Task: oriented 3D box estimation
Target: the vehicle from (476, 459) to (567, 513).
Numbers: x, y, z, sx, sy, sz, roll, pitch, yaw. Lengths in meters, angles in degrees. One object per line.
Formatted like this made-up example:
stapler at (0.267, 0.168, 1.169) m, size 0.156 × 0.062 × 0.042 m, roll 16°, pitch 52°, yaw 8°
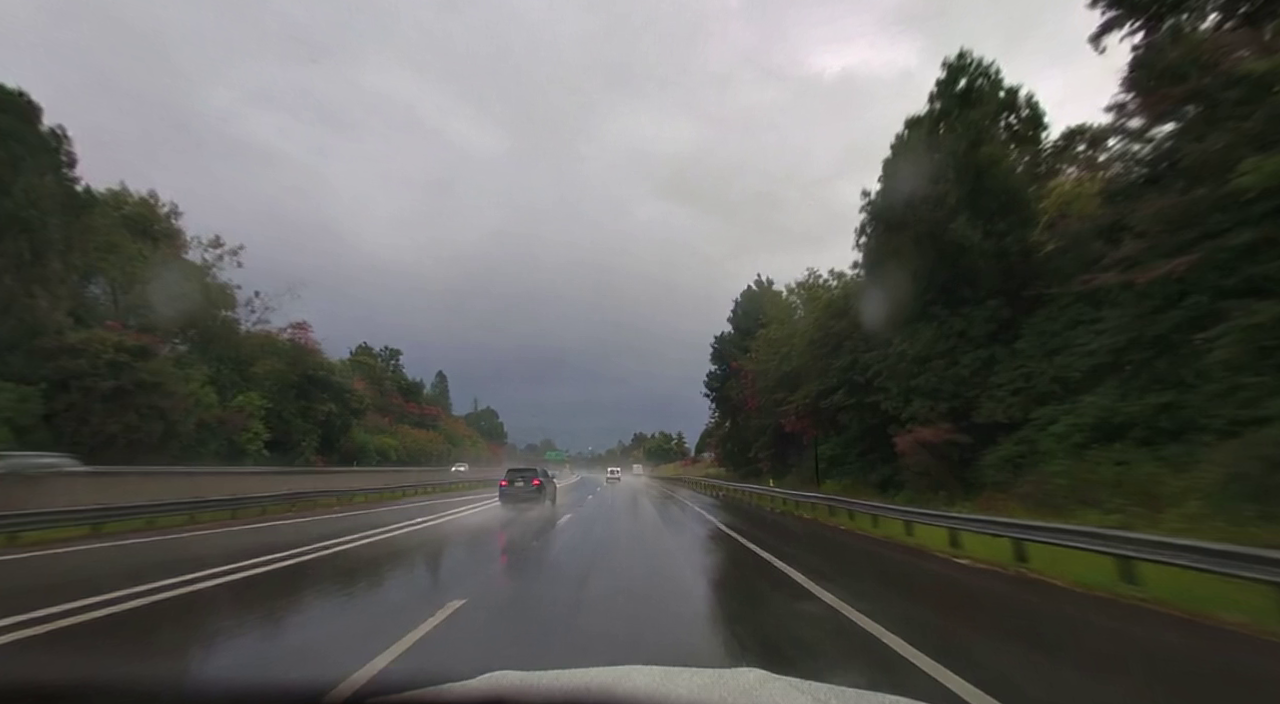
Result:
vehicle at (-3.774, 4.410, 21.007) m, size 2.115 × 1.546 × 4.638 m, roll 1°, pitch -10°, yaw 0°
